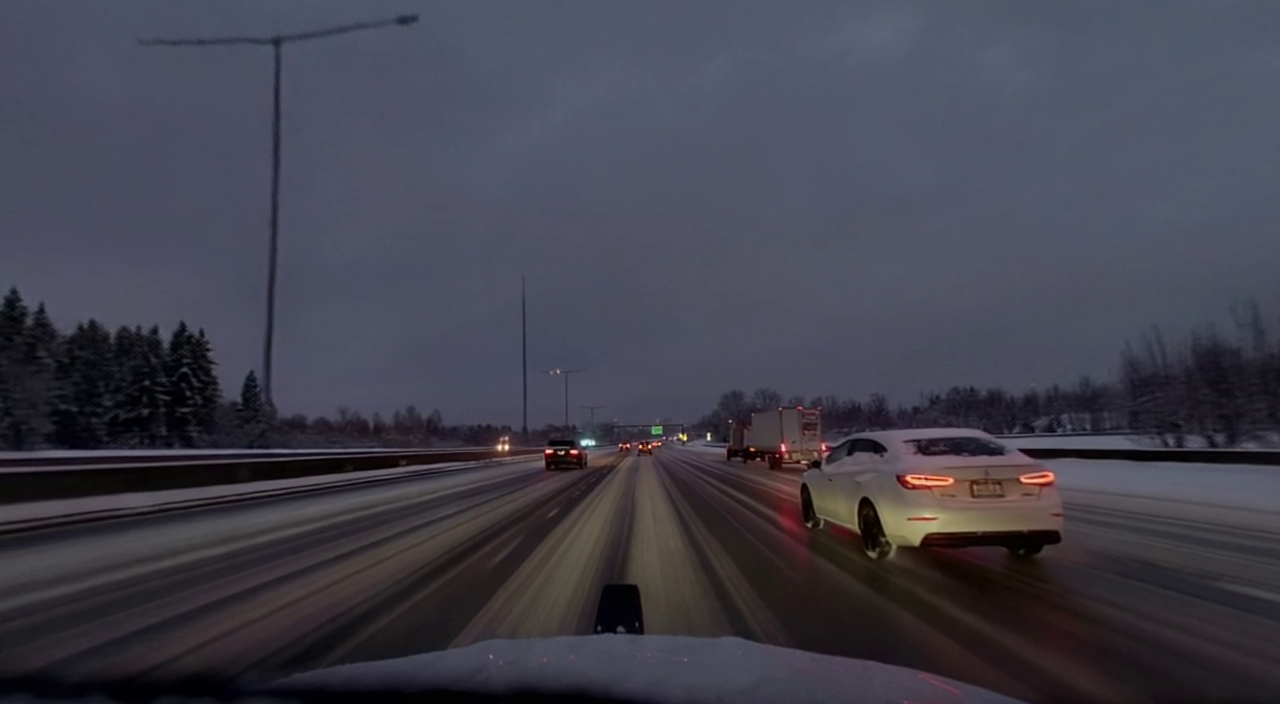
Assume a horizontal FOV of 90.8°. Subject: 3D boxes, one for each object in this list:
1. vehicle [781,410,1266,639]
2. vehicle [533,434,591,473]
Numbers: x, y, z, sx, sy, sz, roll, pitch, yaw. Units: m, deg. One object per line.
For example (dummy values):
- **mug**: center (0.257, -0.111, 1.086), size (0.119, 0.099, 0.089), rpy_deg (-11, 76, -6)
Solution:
- **vehicle**: center (3.193, 1.547, 6.865), size (2.107, 1.550, 4.949), rpy_deg (0, -8, -1)
- **vehicle**: center (-3.718, 4.952, 30.911), size (2.193, 1.746, 4.512), rpy_deg (0, -8, 1)
